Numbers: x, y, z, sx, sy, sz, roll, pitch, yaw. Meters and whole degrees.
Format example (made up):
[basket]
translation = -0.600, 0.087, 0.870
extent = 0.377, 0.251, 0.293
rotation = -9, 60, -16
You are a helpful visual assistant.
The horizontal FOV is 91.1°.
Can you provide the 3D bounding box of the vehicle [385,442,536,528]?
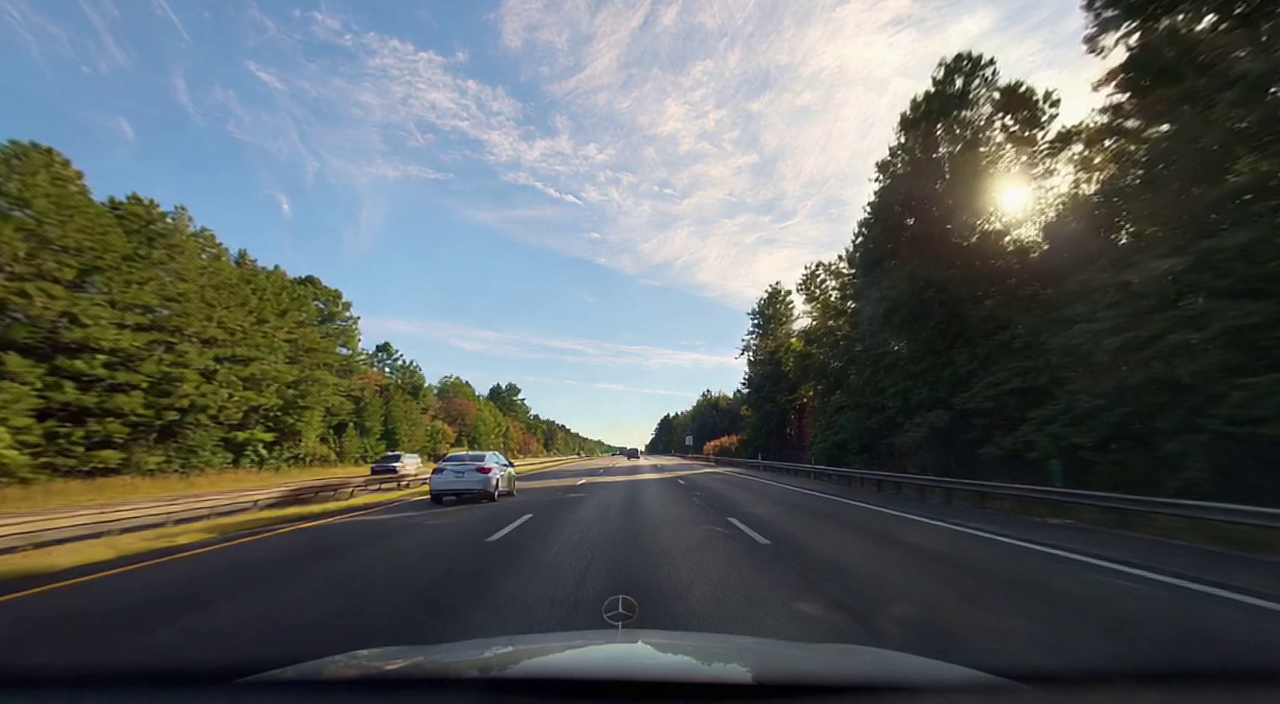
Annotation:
[vehicle]
translation = -3.497, 2.649, 13.127
extent = 1.970, 1.492, 3.944
rotation = 0, -9, 0
